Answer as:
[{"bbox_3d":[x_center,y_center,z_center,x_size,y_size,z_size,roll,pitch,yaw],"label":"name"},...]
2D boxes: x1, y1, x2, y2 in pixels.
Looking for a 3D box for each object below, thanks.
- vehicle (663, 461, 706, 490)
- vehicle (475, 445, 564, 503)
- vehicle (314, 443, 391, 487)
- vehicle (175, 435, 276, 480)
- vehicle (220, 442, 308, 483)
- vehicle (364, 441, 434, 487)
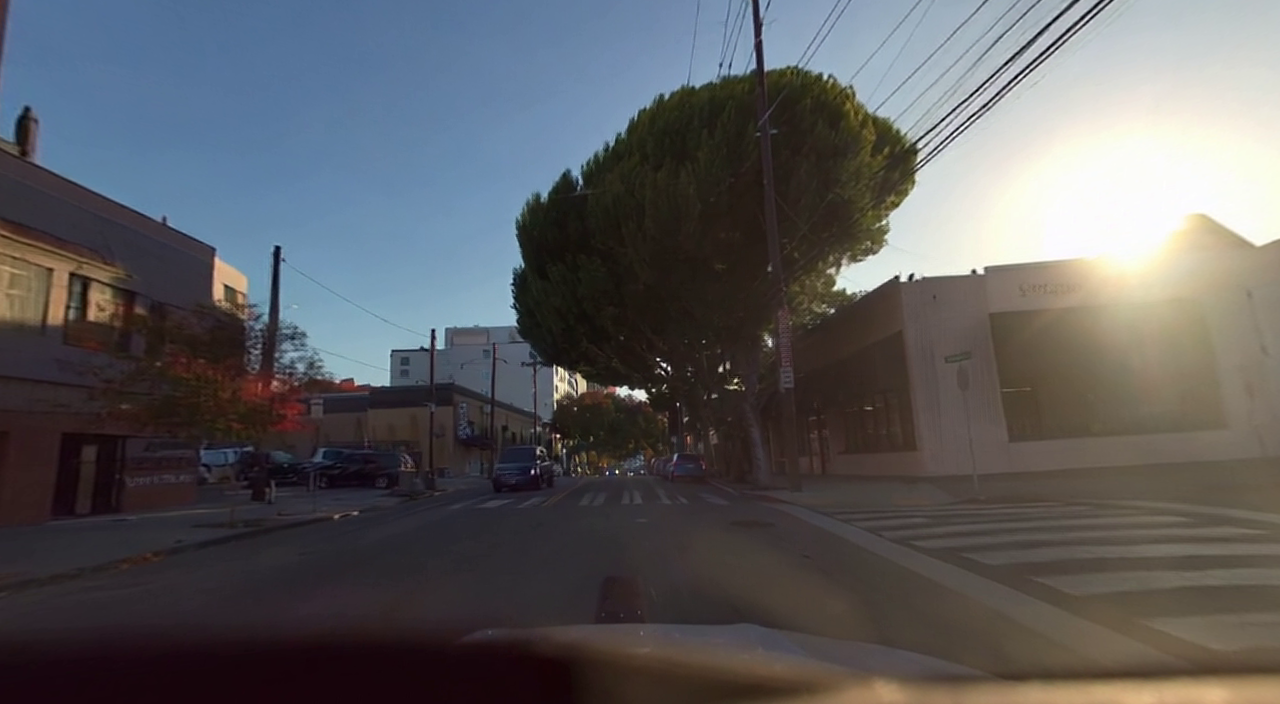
[{"bbox_3d":[2.379,6.732,34.549,1.877,1.373,3.854,0,-9,-3],"label":"vehicle"},{"bbox_3d":[-4.469,4.598,24.418,2.495,1.966,4.846,0,-9,0],"label":"vehicle"},{"bbox_3d":[-19.175,7.496,42.554,2.256,2.668,5.979,0,-7,1],"label":"vehicle"},{"bbox_3d":[-27.812,7.106,42.767,2.249,2.760,6.636,0,-9,0],"label":"vehicle"},{"bbox_3d":[-25.117,7.385,42.588,2.288,2.514,5.886,0,-9,0],"label":"vehicle"},{"bbox_3d":[-16.243,7.612,43.090,2.715,2.789,6.225,0,-10,-5],"label":"vehicle"}]
